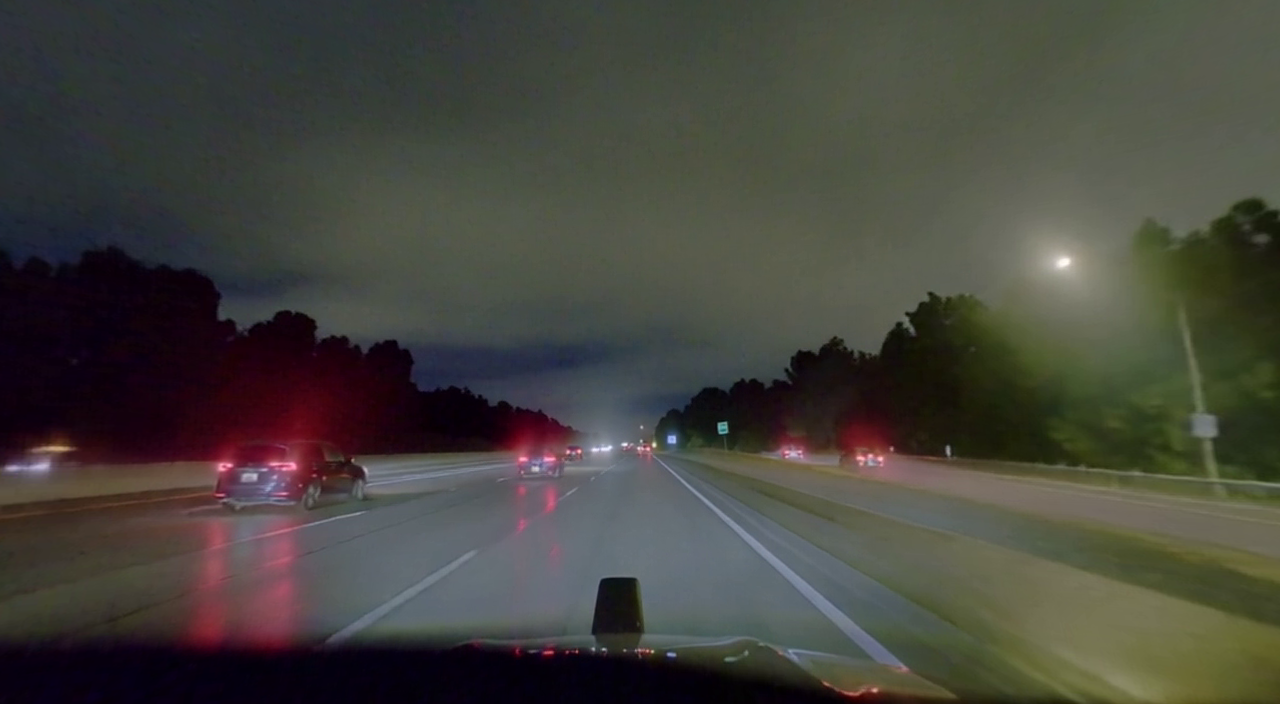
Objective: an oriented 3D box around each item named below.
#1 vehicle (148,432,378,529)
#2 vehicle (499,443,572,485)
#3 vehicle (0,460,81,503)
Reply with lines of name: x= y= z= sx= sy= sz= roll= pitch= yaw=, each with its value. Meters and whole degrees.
vehicle: x=-7.268 y=2.492 z=12.786 sx=2.007 sy=1.616 sz=4.141 roll=0 pitch=-9 yaw=1
vehicle: x=-4.127 y=4.529 z=25.781 sx=2.104 sy=1.558 sz=4.639 roll=0 pitch=-9 yaw=1
vehicle: x=-35.679 y=7.274 z=35.586 sx=2.397 sy=2.184 sz=6.189 roll=0 pitch=-9 yaw=1
